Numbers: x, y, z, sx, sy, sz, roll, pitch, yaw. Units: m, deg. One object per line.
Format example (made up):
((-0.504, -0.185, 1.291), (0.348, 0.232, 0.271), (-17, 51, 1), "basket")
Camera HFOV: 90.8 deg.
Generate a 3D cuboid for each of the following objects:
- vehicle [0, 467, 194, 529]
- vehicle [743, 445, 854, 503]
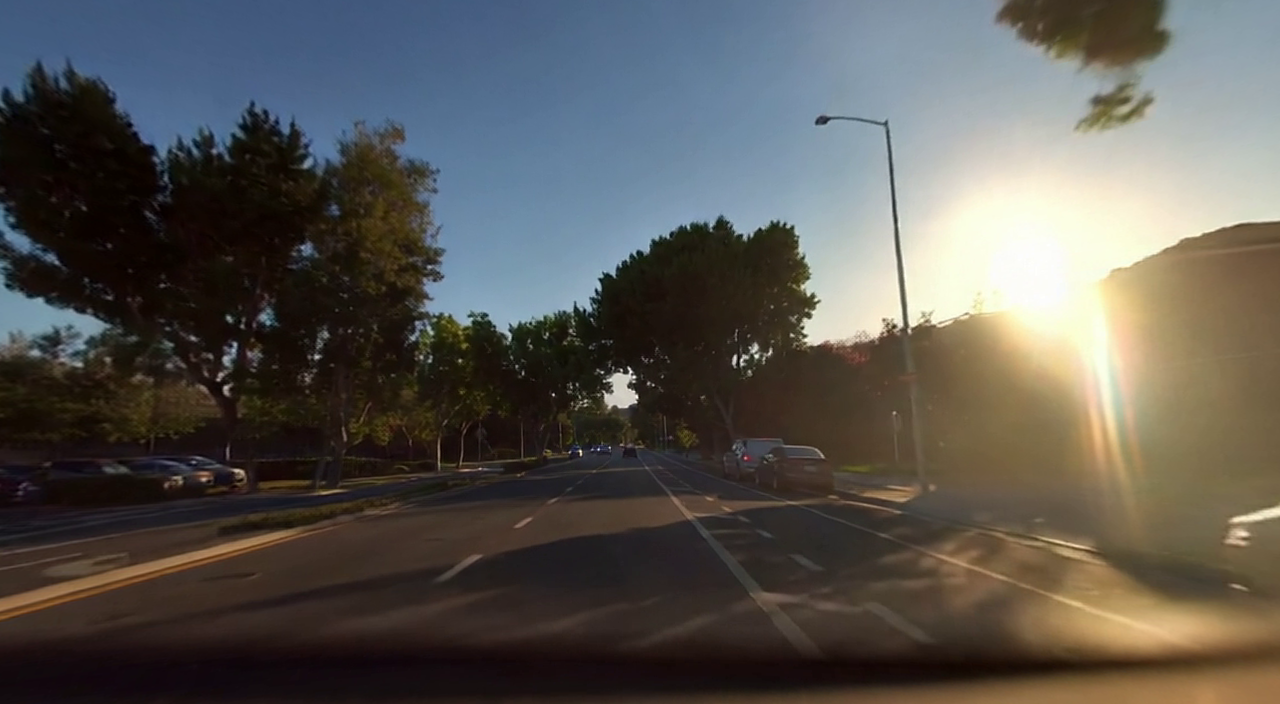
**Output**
((-15.455, 3.931, 17.249), (4.826, 1.491, 2.086), (1, -8, -4), "vehicle")
((4.343, 3.372, 18.028), (1.935, 1.433, 4.241), (0, -8, -2), "vehicle")
